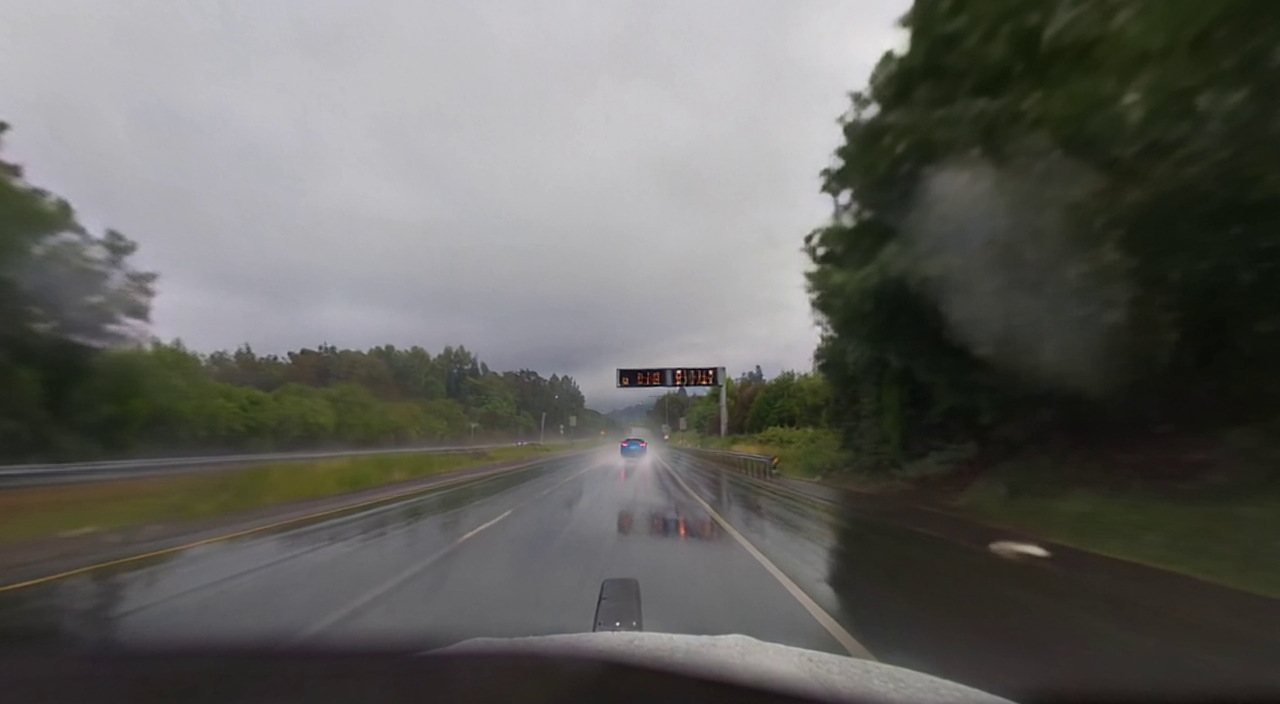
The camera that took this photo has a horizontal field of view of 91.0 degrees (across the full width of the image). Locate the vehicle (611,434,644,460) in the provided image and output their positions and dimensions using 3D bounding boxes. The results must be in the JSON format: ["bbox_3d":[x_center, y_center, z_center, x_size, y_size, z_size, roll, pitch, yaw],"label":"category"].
[{"bbox_3d":[-0.846,6.612,44.033,2.180,1.717,4.139,0,-8,-1],"label":"vehicle"}]
